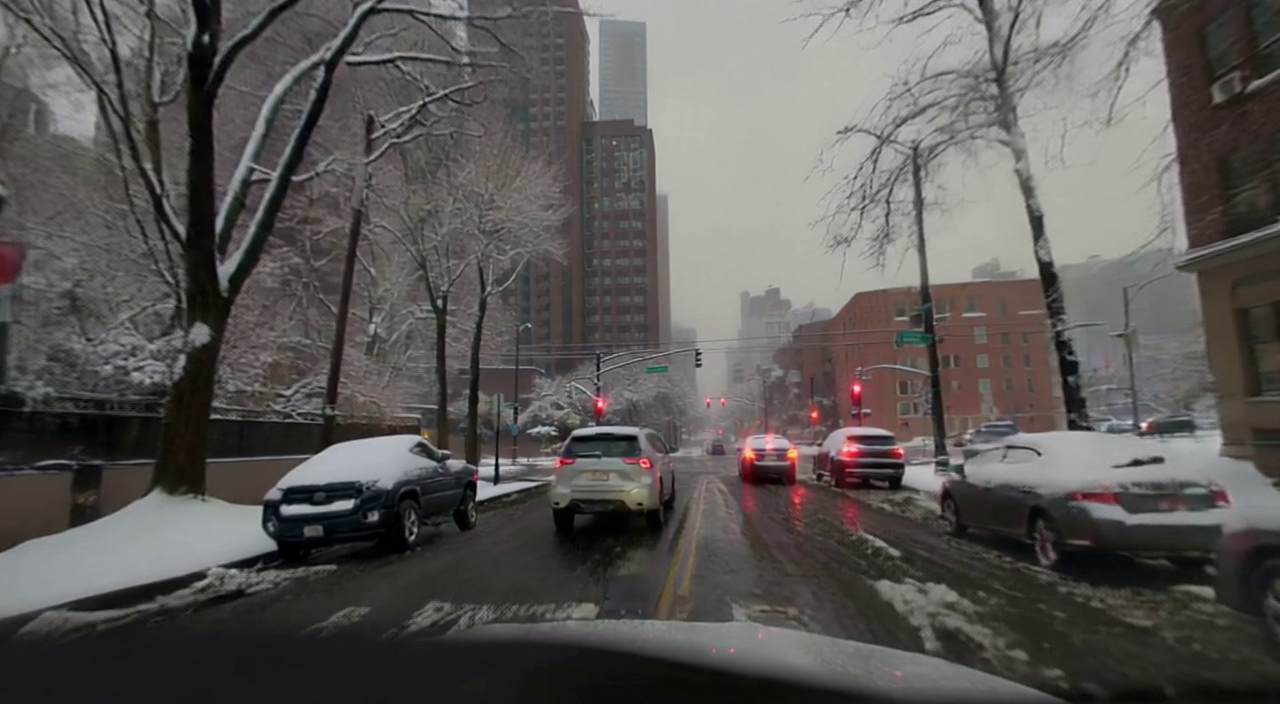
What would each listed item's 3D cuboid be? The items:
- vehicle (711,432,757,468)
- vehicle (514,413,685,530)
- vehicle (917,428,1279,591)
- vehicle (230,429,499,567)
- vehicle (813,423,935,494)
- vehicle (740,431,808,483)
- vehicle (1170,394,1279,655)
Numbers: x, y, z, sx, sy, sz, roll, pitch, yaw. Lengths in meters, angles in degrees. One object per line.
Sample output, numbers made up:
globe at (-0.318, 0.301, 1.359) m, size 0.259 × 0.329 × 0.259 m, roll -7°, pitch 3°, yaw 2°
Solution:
vehicle at (4.731, 4.996, 32.230) m, size 2.111 × 1.705 × 4.093 m, roll -1°, pitch -9°, yaw 6°
vehicle at (-0.497, 2.298, 12.741) m, size 2.333 × 1.832 × 5.200 m, roll -2°, pitch -9°, yaw 9°
vehicle at (5.231, 1.758, 7.959) m, size 1.937 × 1.442 × 4.338 m, roll -1°, pitch -9°, yaw 6°
vehicle at (-4.161, 2.252, 10.581) m, size 2.013 × 1.772 × 4.439 m, roll -2°, pitch -9°, yaw 8°
vehicle at (6.818, 3.187, 19.163) m, size 2.093 × 1.815 × 5.441 m, roll -1°, pitch -9°, yaw 5°
vehicle at (4.666, 3.685, 22.351) m, size 2.111 × 1.619 × 4.077 m, roll -2°, pitch -9°, yaw 10°
vehicle at (4.778, 0.852, 2.480) m, size 1.883 × 1.601 × 4.305 m, roll -1°, pitch -9°, yaw 5°
